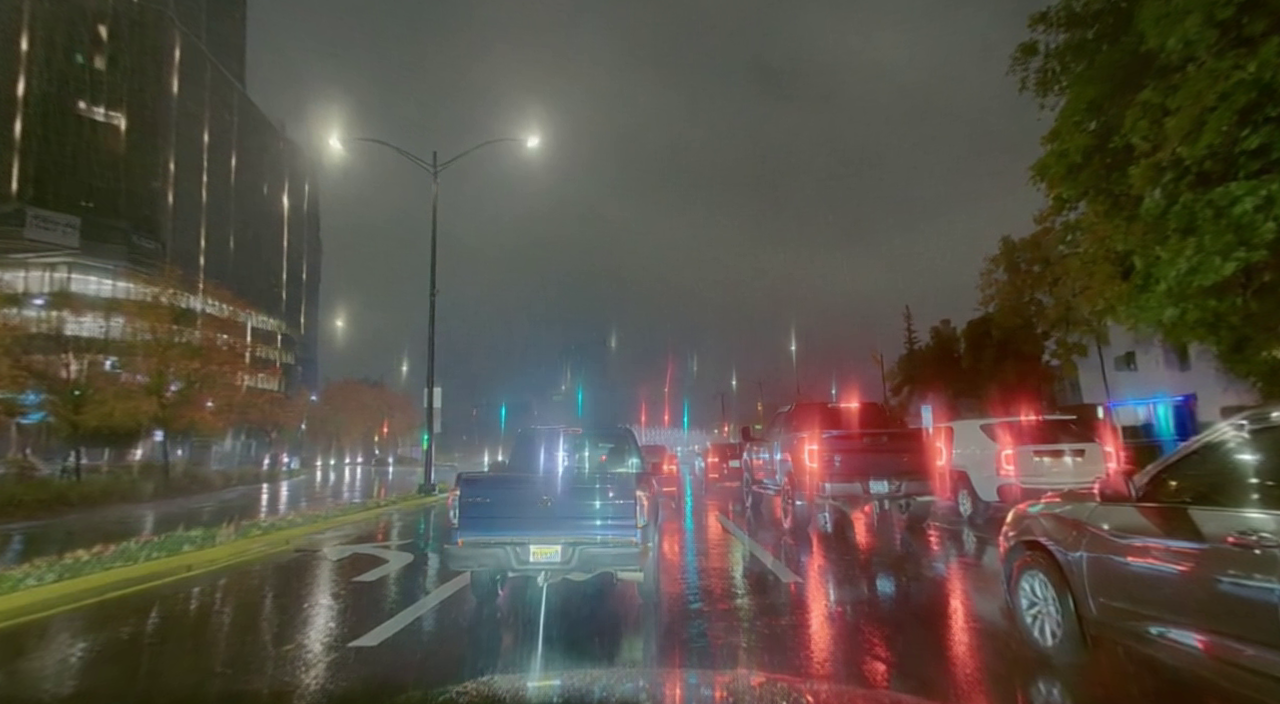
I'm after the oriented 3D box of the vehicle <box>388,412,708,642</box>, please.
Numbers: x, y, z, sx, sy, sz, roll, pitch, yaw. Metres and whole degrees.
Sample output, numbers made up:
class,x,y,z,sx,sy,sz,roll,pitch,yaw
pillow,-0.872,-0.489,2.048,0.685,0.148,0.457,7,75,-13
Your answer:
class,x,y,z,sx,sy,sz,roll,pitch,yaw
vehicle,-0.570,1.502,6.446,2.172,1.536,4.250,0,-9,2

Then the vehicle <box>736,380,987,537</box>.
class,x,y,z,sx,sy,sz,roll,pitch,yaw
vehicle,3.538,1.917,11.764,2.497,2.186,5.890,0,-9,0

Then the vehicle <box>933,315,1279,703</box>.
class,x,y,z,sx,sy,sz,roll,pitch,yaw
vehicle,3.162,0.764,2.215,2.024,1.723,4.714,0,-9,1
